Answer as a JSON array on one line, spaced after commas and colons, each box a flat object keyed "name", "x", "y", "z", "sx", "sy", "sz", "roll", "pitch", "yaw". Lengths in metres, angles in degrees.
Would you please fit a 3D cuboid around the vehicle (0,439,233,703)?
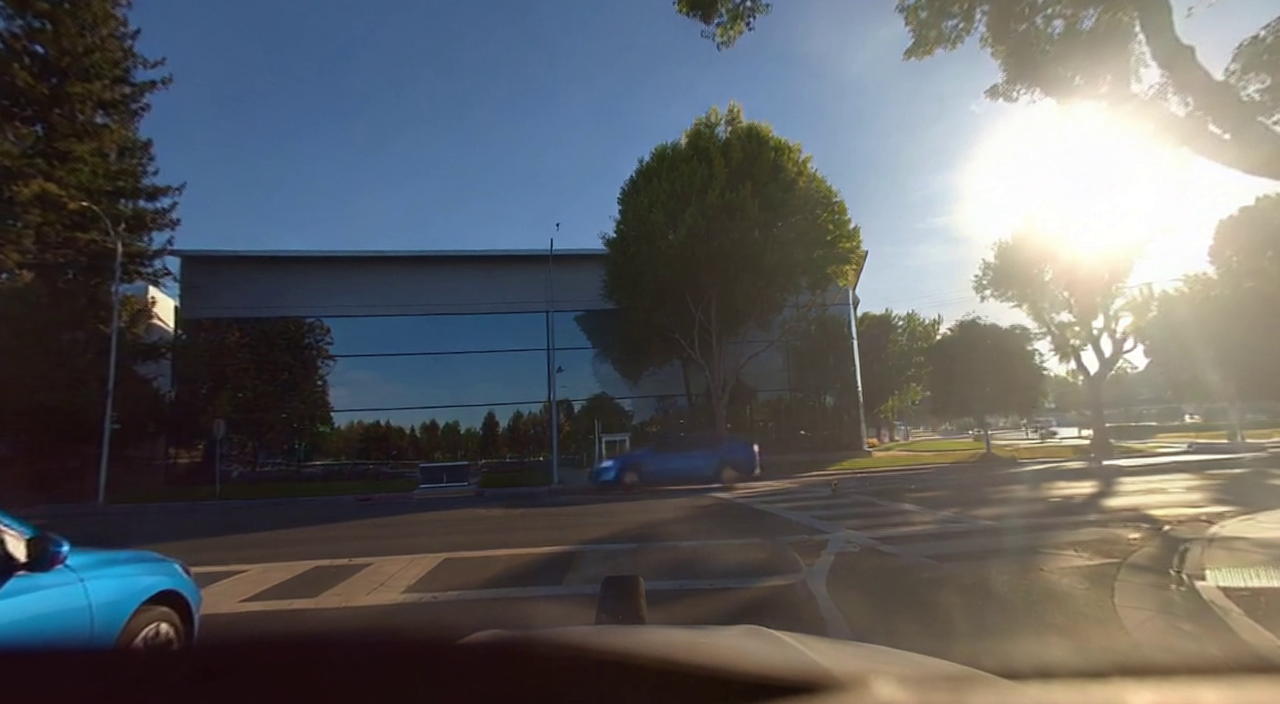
[{"name": "vehicle", "x": -3.327, "y": 0.937, "z": 1.638, "sx": 2.069, "sy": 1.413, "sz": 5.006, "roll": 1, "pitch": -9, "yaw": -11}]

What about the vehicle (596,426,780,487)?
[{"name": "vehicle", "x": 1.252, "y": 2.897, "z": 17.773, "sx": 4.788, "sy": 1.548, "sz": 1.965, "roll": 1, "pitch": -9, "yaw": -11}]
